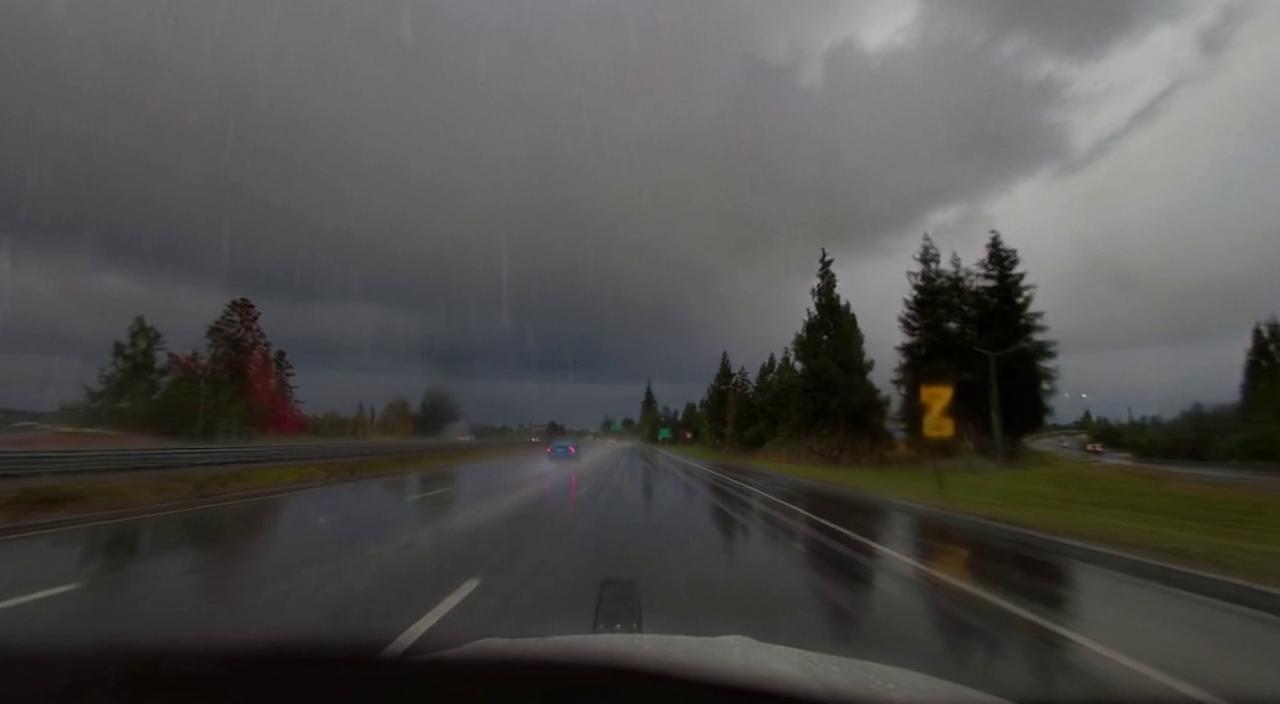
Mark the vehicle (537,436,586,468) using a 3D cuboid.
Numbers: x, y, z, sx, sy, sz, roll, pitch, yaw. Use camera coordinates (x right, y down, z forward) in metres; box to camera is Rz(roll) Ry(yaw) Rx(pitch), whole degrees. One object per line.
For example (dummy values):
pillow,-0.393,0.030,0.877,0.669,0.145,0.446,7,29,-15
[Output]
vehicle,-3.979,5.124,32.539,2.008,1.567,3.959,0,-8,0
